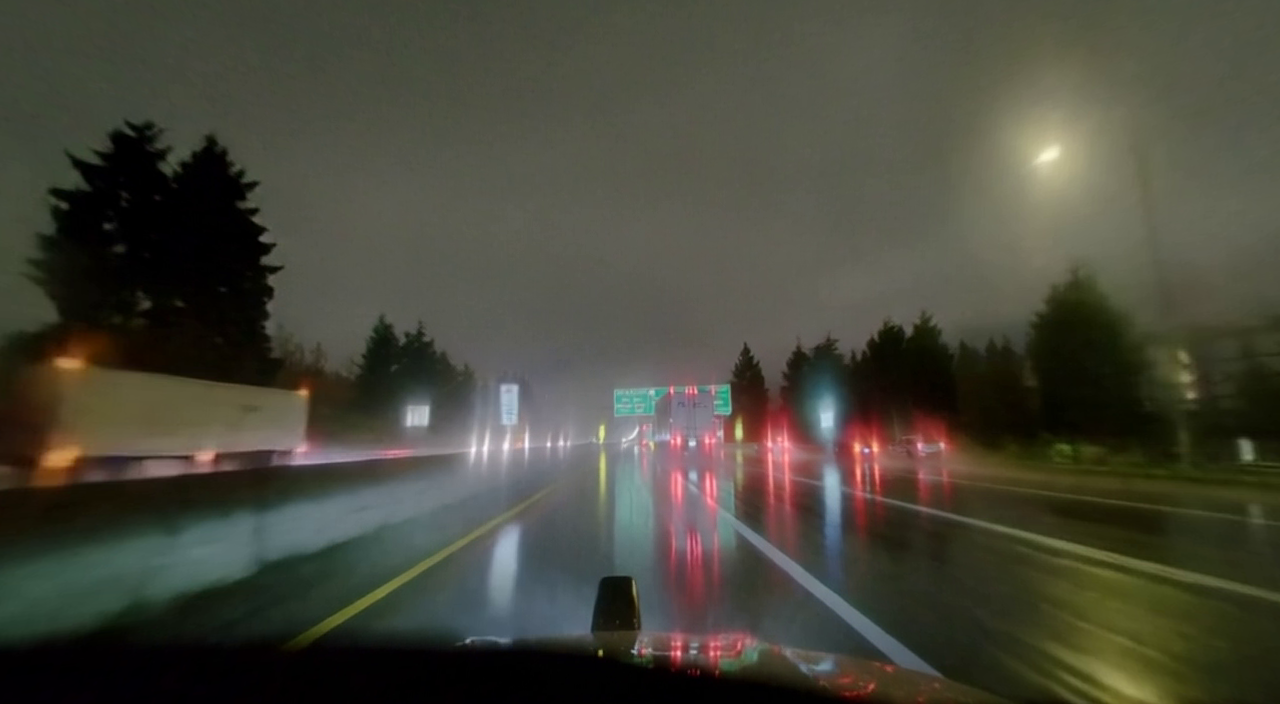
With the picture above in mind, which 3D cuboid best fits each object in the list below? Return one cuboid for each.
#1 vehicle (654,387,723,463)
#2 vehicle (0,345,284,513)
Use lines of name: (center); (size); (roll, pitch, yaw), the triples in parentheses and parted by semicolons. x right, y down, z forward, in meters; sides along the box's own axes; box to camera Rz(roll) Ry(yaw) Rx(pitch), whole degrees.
vehicle: (2.693, 4.785, 40.087); (2.954, 3.995, 13.335); (0, -8, -2)
vehicle: (-17.466, 2.659, 21.082); (3.090, 4.123, 13.984); (0, -8, -1)
